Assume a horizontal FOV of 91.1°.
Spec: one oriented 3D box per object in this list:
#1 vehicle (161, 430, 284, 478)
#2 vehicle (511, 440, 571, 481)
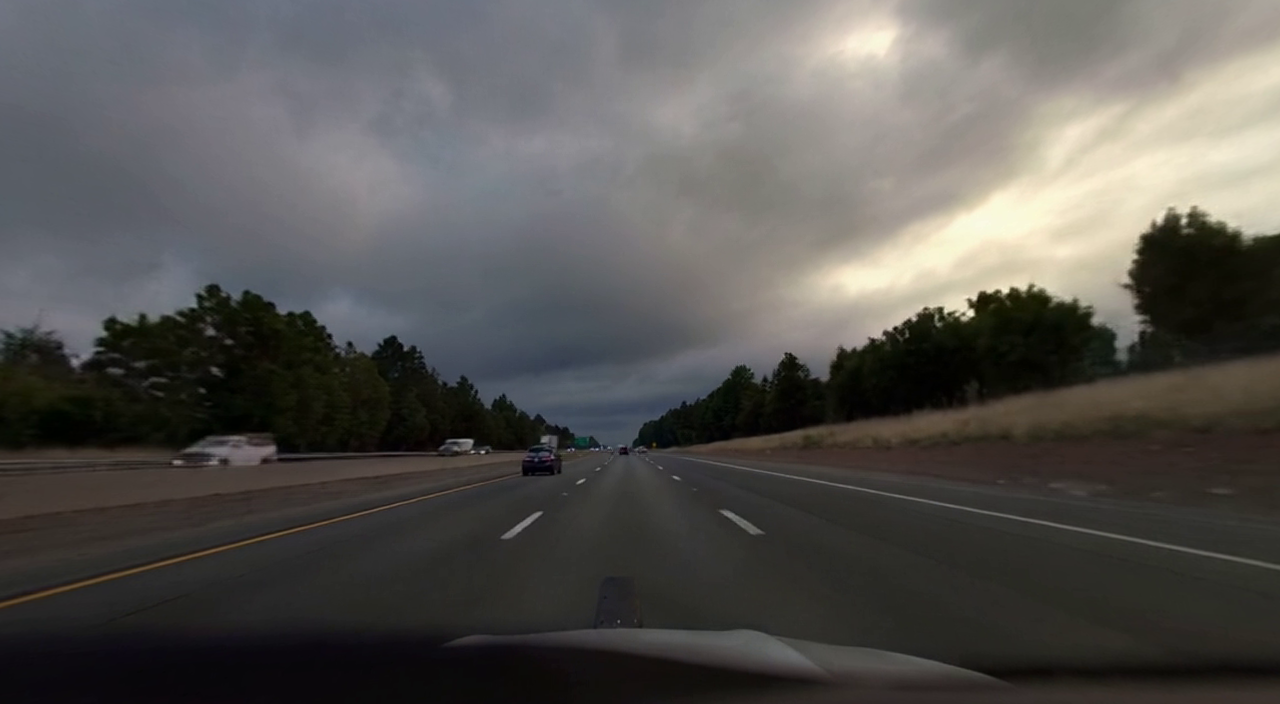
[{"bbox_3d":[-17.408,4.293,26.556,1.952,1.807,4.846,0,-9,-2],"label":"vehicle"},{"bbox_3d":[-4.495,5.005,29.325,2.111,1.717,4.426,0,-9,-1],"label":"vehicle"}]
